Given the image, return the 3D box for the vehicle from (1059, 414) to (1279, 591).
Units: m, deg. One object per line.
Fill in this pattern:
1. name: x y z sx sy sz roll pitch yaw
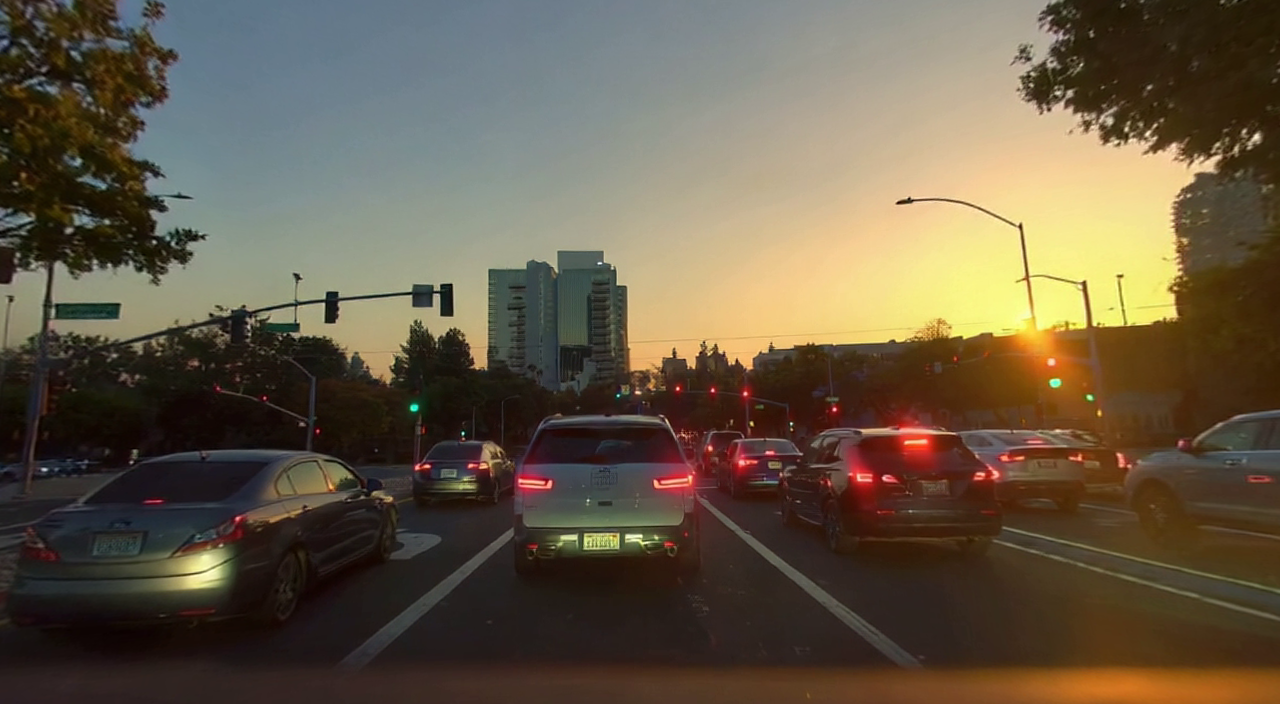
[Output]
1. vehicle: 6.558 1.418 6.161 1.941 1.532 4.152 0 -8 -1

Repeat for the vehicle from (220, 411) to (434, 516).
1. vehicle: -6.736 2.473 14.408 2.214 1.953 5.017 0 -8 1

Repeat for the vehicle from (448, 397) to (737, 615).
1. vehicle: -0.343 1.507 7.035 2.256 1.694 4.055 0 -8 1

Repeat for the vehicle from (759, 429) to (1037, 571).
1. vehicle: 3.135 1.885 8.873 1.971 1.473 4.495 0 -8 -1

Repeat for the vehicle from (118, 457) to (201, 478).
1. vehicle: -37.353 8.970 48.870 4.914 1.487 1.850 0 -8 1

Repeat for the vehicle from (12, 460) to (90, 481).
1. vehicle: -45.755 9.211 48.811 4.232 1.498 1.791 0 -8 1
